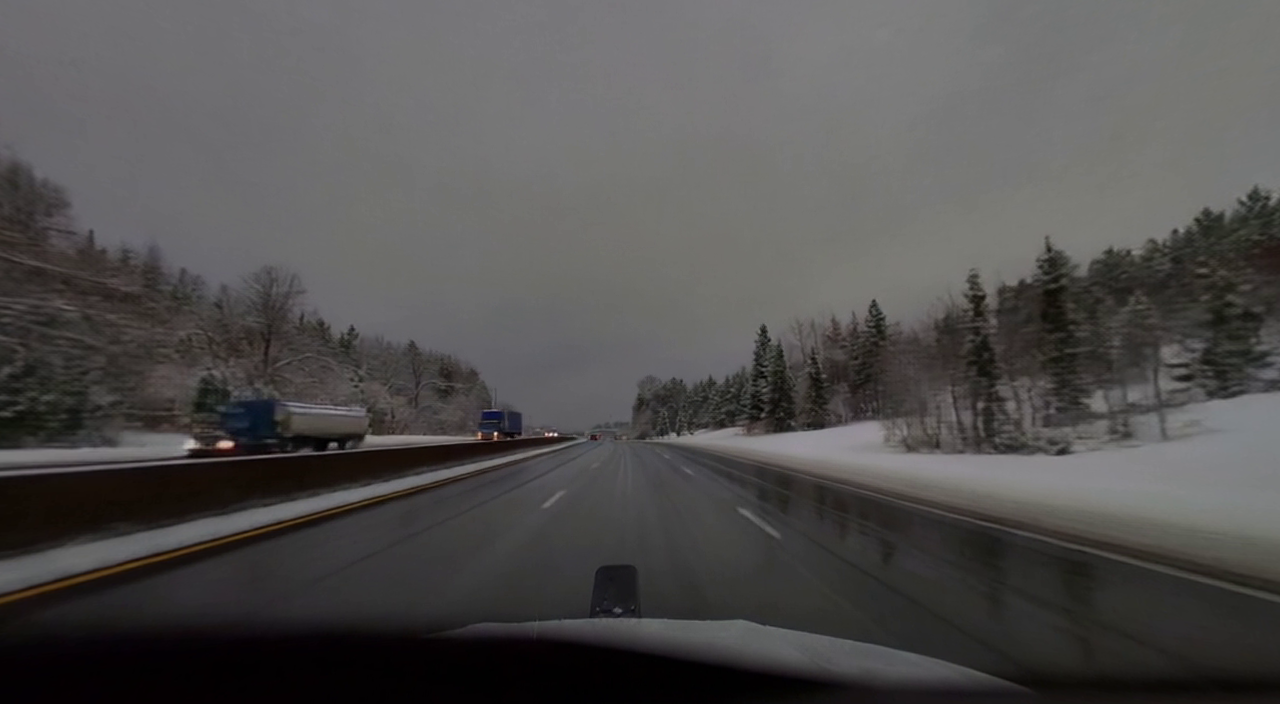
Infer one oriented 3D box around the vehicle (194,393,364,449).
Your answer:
[{"bbox_3d":[-17.510,3.558,31.560,3.237,2.392,9.149,0,-8,-1],"label":"vehicle"}]
